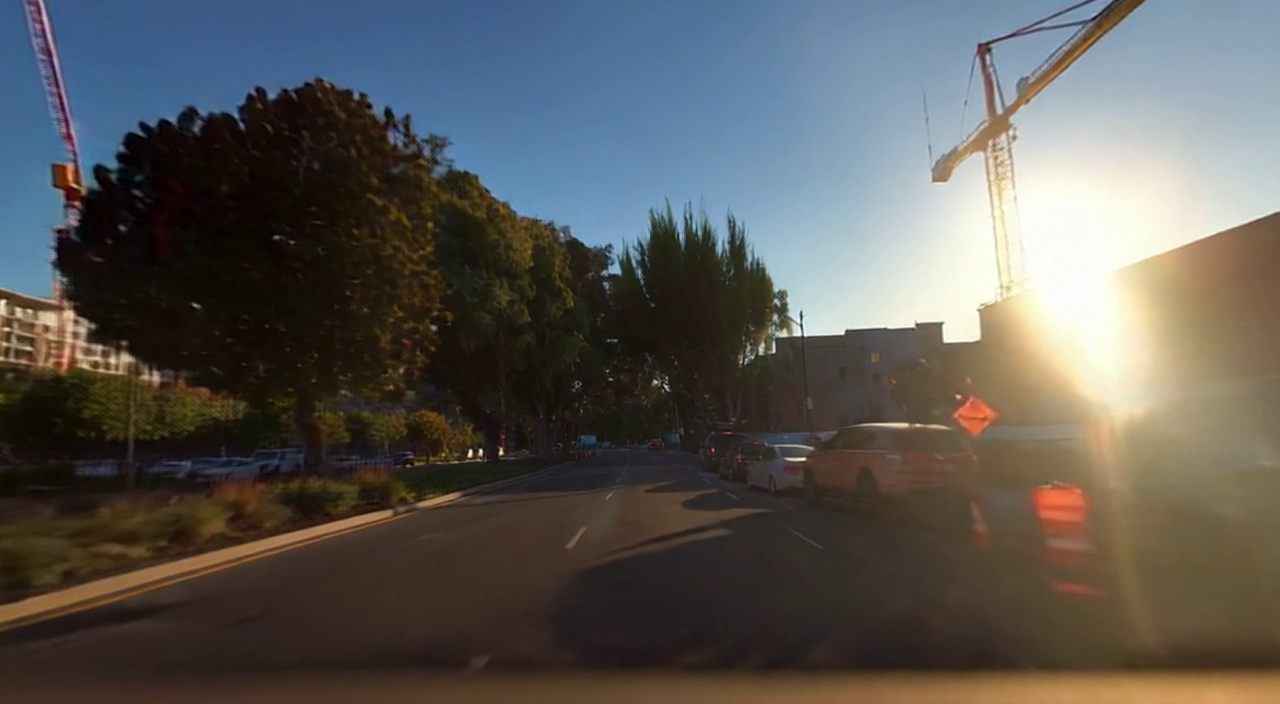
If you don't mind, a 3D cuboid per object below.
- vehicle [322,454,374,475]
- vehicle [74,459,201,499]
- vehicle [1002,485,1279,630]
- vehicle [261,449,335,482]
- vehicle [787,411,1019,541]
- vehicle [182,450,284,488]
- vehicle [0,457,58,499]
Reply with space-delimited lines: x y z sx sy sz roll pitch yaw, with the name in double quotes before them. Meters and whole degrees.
"vehicle" -21.658 8.324 46.923 1.834 1.441 4.416 0 -8 -2
"vehicle" -21.587 5.432 27.347 1.811 1.480 4.425 0 -8 0
"vehicle" 4.906 1.748 5.749 1.973 0.903 2.151 0 -8 3
"vehicle" -21.543 7.128 39.973 2.027 1.855 4.908 0 -8 -2
"vehicle" 4.319 2.115 11.428 2.050 1.832 4.794 0 -8 -1
"vehicle" -21.547 6.188 33.719 1.986 1.805 5.444 0 -8 -2
"vehicle" -28.732 5.798 29.320 2.108 1.692 4.514 8 -12 -44
